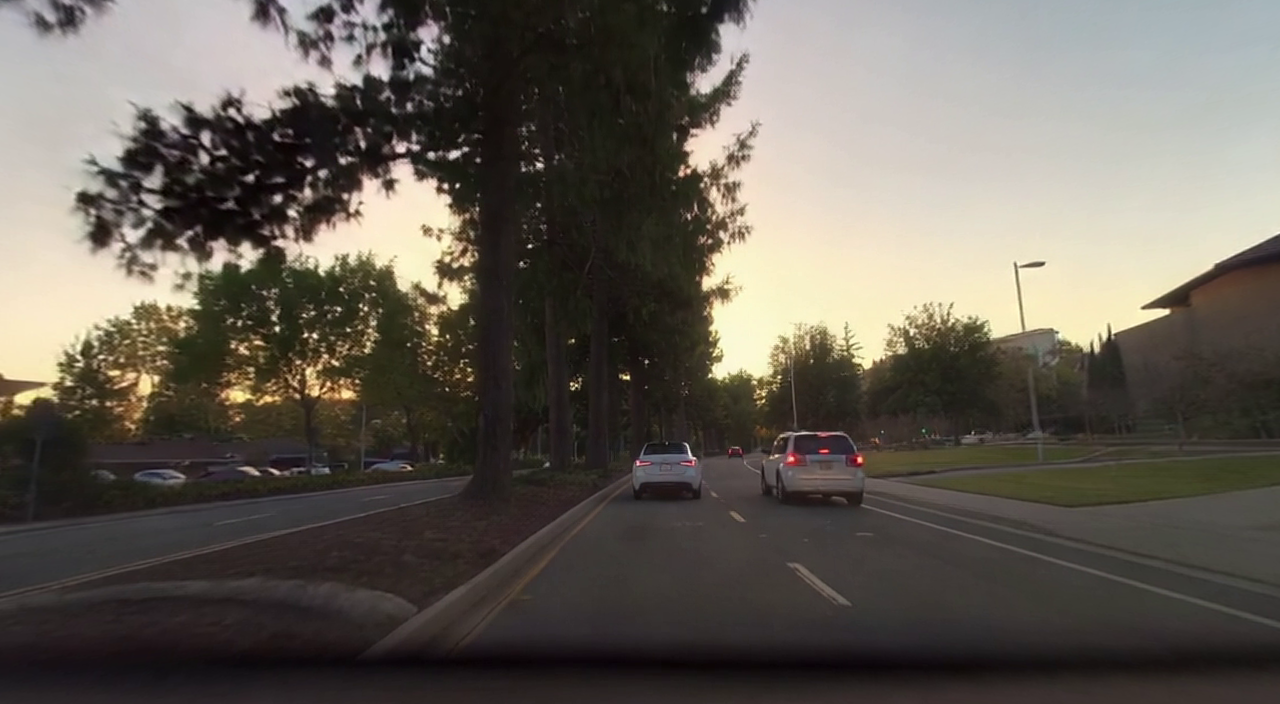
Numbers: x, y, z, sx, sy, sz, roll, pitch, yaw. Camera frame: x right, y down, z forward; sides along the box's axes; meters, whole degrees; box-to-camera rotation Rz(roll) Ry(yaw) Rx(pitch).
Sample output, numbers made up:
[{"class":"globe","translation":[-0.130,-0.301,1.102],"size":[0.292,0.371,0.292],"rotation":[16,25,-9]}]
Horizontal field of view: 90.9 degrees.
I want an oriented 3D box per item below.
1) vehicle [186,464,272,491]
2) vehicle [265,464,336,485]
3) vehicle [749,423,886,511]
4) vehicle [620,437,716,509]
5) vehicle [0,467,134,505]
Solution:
[{"class":"vehicle","translation":[-26.693,8.153,40.980],"size":[4.434,1.582,1.946],"rotation":[-2,-8,9]},{"class":"vehicle","translation":[-26.018,9.410,48.398],"size":[4.366,1.486,2.072],"rotation":[-1,-8,6]},{"class":"vehicle","translation":[4.193,2.811,15.980],"size":[1.953,1.818,5.299],"rotation":[0,-8,0]},{"class":"vehicle","translation":[0.701,3.033,16.332],"size":[2.154,1.585,3.997],"rotation":[-1,-8,2]},{"class":"vehicle","translation":[-27.604,6.424,30.307],"size":[4.951,1.618,1.952],"rotation":[-1,-8,2]}]
